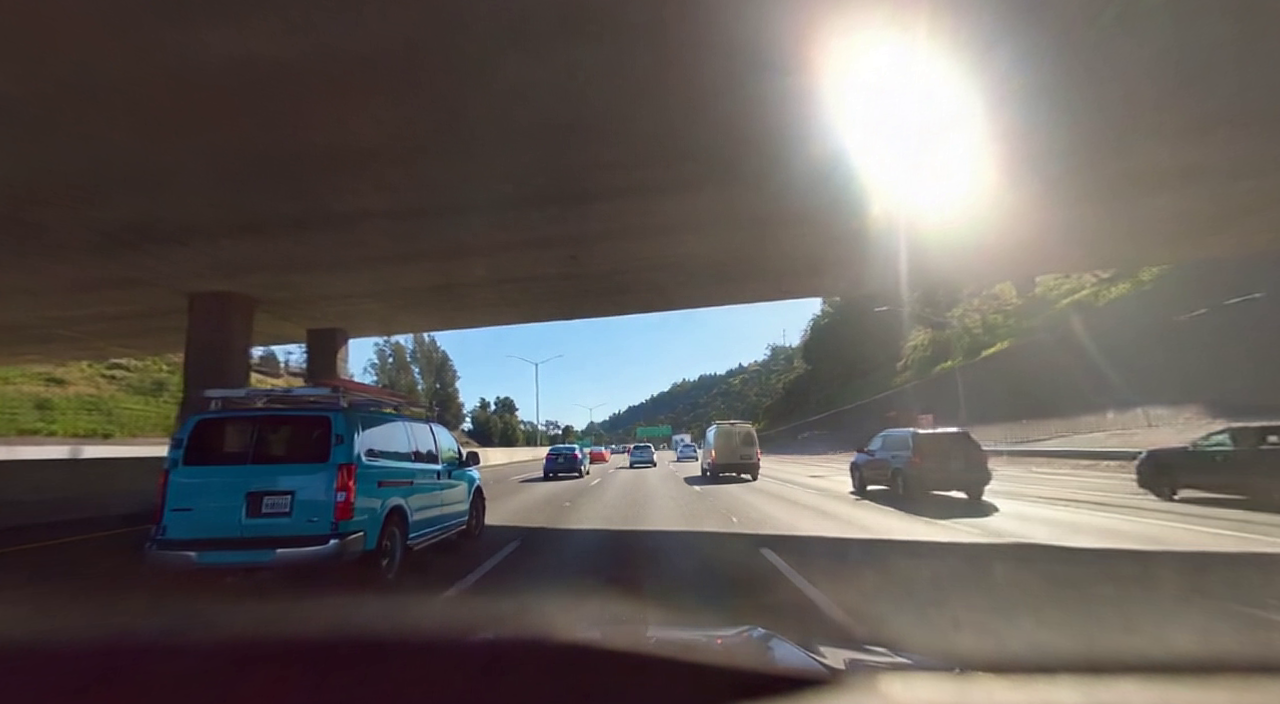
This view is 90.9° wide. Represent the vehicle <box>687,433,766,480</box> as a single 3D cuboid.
[{"bbox_3d":[3.707,4.665,28.407,2.777,1.895,5.710,0,-8,0],"label":"vehicle"}]

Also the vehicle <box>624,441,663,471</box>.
[{"bbox_3d":[0.189,5.996,36.653,2.115,1.617,4.102,0,-8,0],"label":"vehicle"}]

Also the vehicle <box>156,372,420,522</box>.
[{"bbox_3d":[-7.512,2.185,14.707,2.336,2.708,6.421,0,-8,1],"label":"vehicle"}]

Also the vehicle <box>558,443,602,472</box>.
[{"bbox_3d":[-3.280,5.878,35.384,1.970,1.483,4.071,0,-8,2],"label":"vehicle"}]

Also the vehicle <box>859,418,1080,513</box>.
[{"bbox_3d":[7.482,2.653,15.306,2.304,1.840,5.706,0,-8,0],"label":"vehicle"}]
